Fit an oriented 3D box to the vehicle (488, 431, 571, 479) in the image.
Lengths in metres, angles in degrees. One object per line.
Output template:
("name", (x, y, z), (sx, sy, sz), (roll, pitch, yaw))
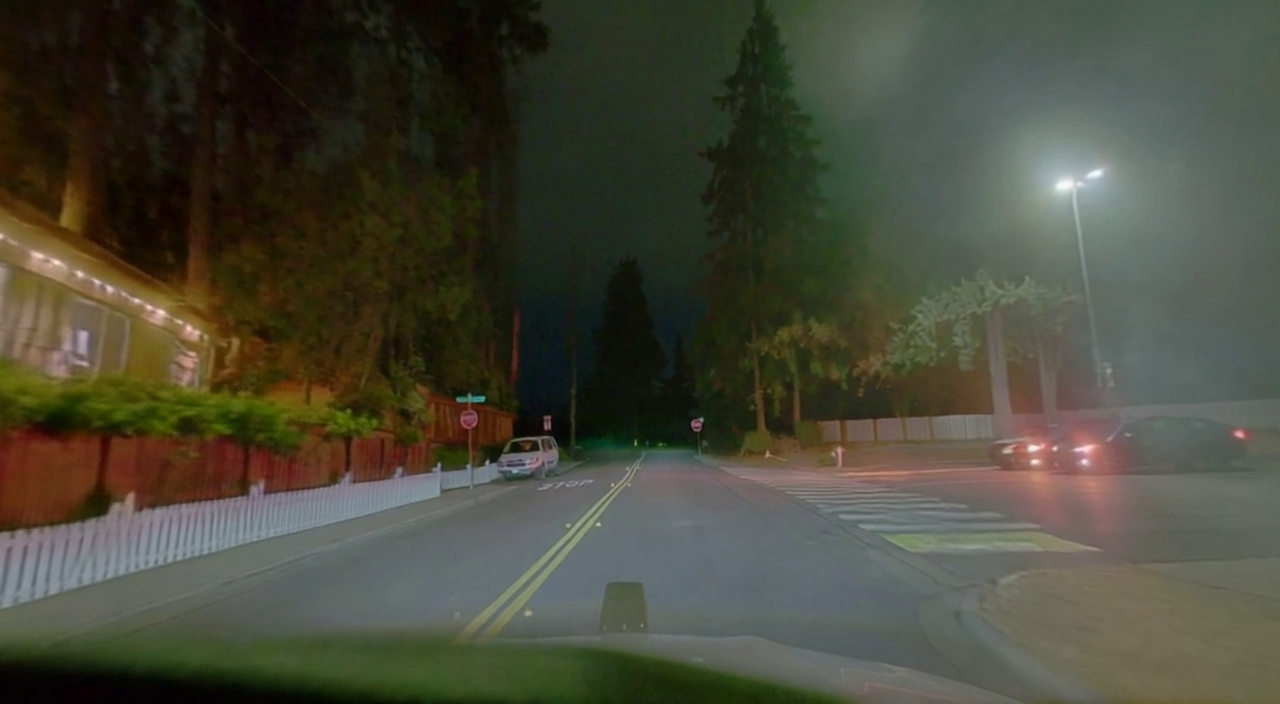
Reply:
("vehicle", (-4.832, 4.608, 28.730), (2.308, 1.899, 6.107), (-1, -8, 4))
